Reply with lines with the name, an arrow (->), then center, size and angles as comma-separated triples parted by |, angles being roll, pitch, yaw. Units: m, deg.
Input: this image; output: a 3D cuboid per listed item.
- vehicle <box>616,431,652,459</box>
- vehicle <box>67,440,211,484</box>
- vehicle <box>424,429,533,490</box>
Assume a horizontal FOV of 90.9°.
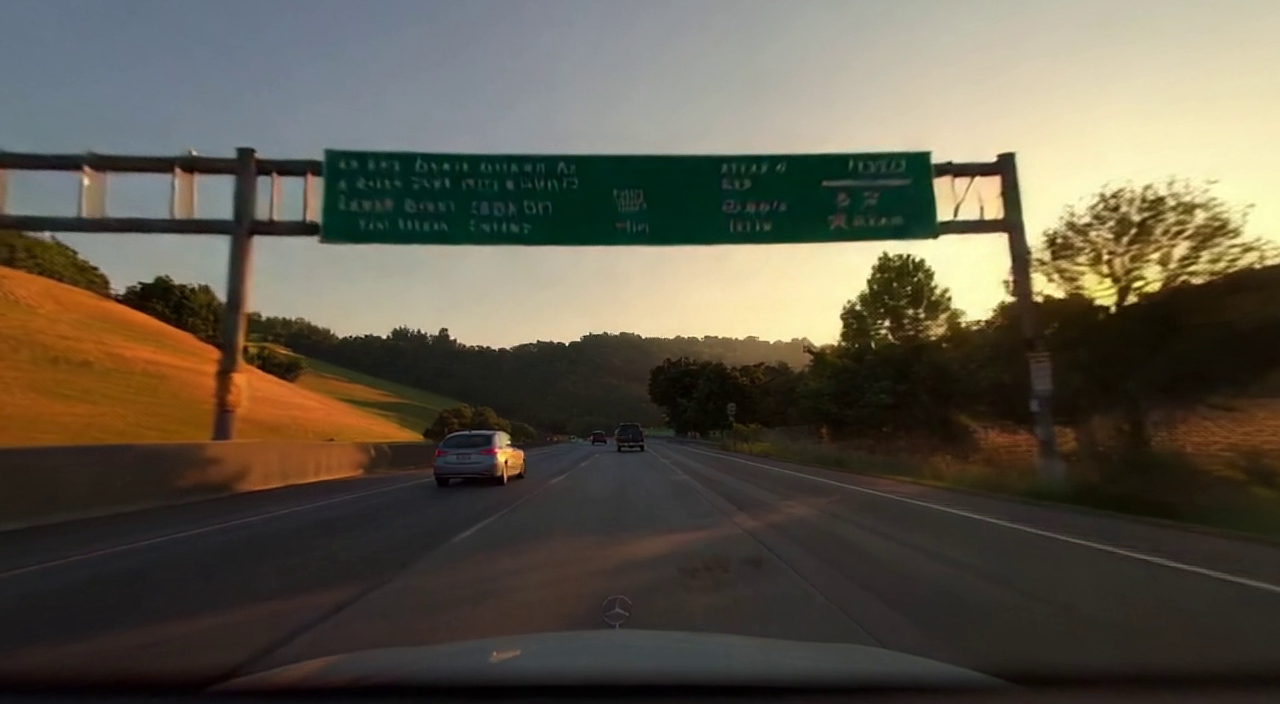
vehicle -> -0.386, 5.780, 39.385 | 2.162, 1.616, 4.242 | 0, -8, -1
vehicle -> -19.548, 4.281, 24.890 | 1.975, 1.534, 4.443 | 0, -8, 1
vehicle -> -4.328, 2.915, 17.563 | 1.931, 1.483, 4.105 | 0, -8, 0
